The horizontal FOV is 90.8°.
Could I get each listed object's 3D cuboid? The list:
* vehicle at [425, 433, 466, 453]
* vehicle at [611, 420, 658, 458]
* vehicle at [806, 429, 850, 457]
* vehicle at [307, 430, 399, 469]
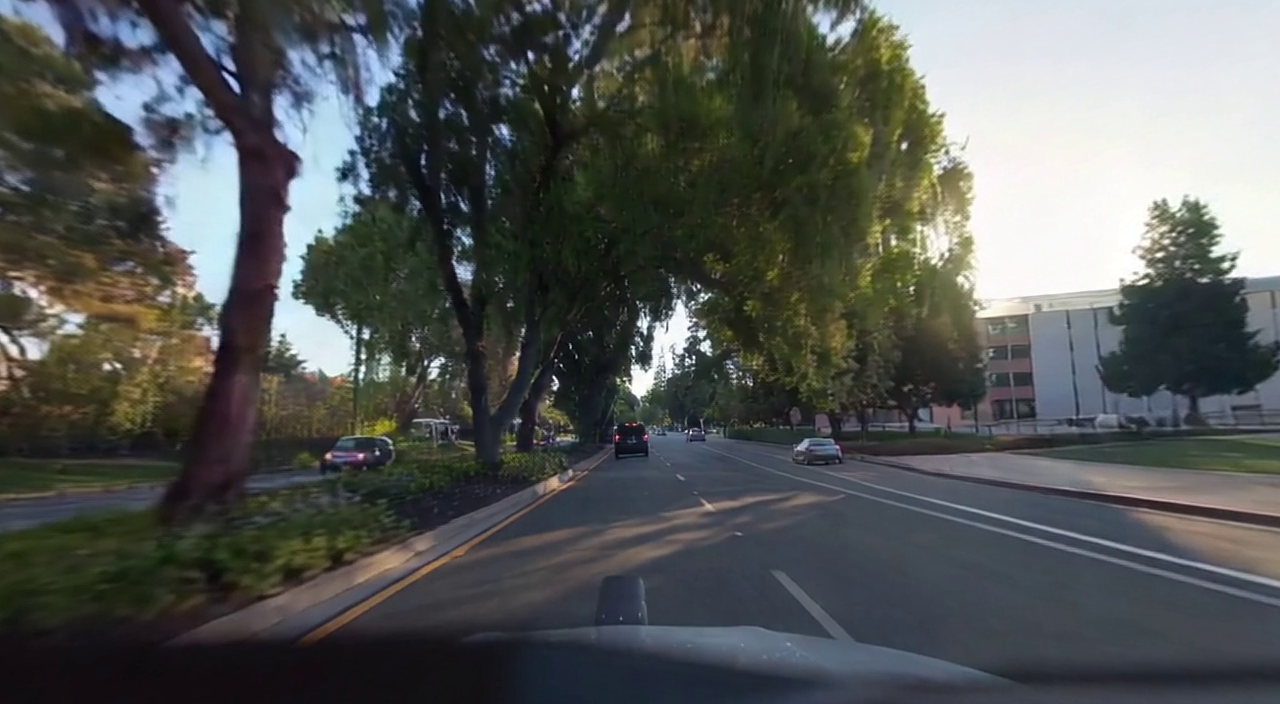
[{"bbox_3d":[-14.973,7.049,48.841,1.870,1.473,4.584,0,-8,-3],"label":"vehicle"},{"bbox_3d":[-0.286,4.817,34.873,2.411,1.937,5.186,0,-8,0],"label":"vehicle"},{"bbox_3d":[12.658,6.164,42.887,2.364,1.781,4.854,-2,-9,11],"label":"vehicle"},{"bbox_3d":[-13.400,4.608,29.890,1.929,1.676,5.134,0,-8,0],"label":"vehicle"}]
